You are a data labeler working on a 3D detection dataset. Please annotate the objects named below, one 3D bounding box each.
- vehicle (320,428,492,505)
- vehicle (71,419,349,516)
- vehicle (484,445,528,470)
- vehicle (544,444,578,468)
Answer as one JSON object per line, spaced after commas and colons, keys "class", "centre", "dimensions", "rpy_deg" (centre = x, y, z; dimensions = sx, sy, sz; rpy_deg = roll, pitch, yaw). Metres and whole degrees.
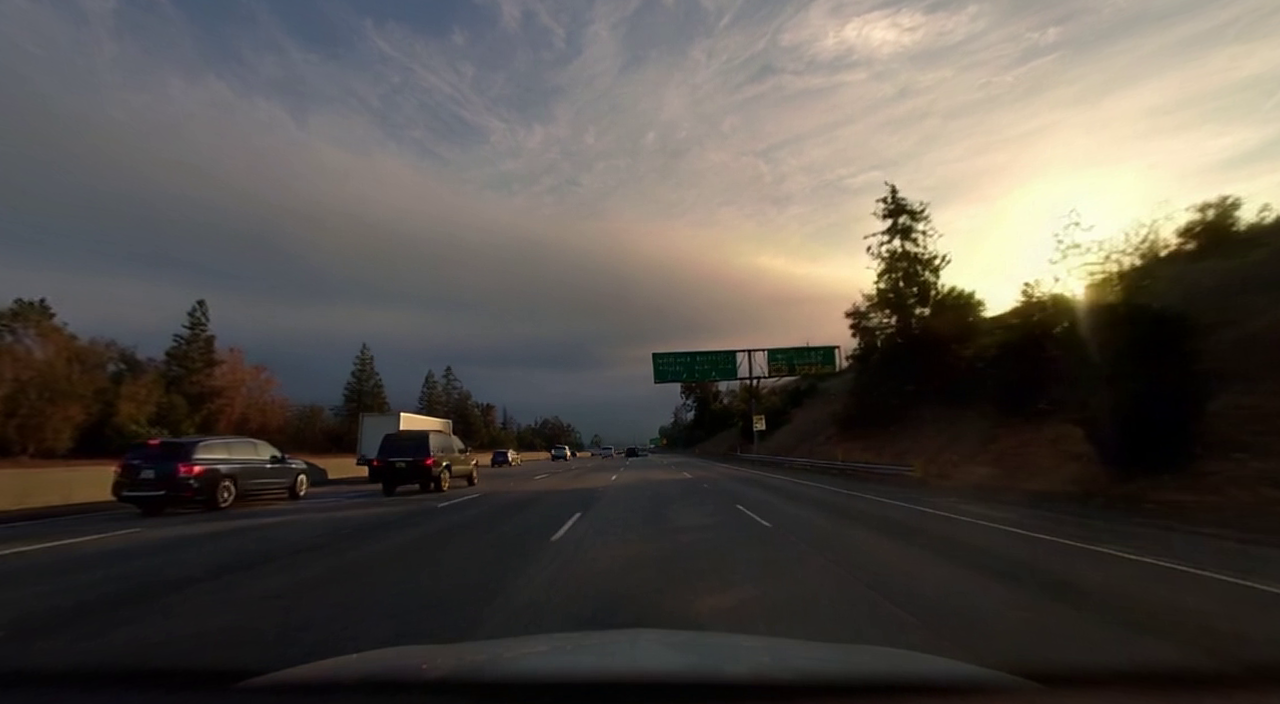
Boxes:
{"class": "vehicle", "centre": [-6.212, 3.141, 17.904], "dimensions": [2.403, 1.773, 6.276], "rpy_deg": [0, -8, 1]}
{"class": "vehicle", "centre": [-10.060, 2.754, 15.743], "dimensions": [2.576, 1.922, 6.067], "rpy_deg": [0, -8, 1]}
{"class": "vehicle", "centre": [-9.528, 7.524, 45.232], "dimensions": [2.060, 1.662, 4.469], "rpy_deg": [0, -8, 2]}
{"class": "vehicle", "centre": [-6.042, 7.961, 48.631], "dimensions": [2.009, 1.735, 4.358], "rpy_deg": [0, -8, 0]}
